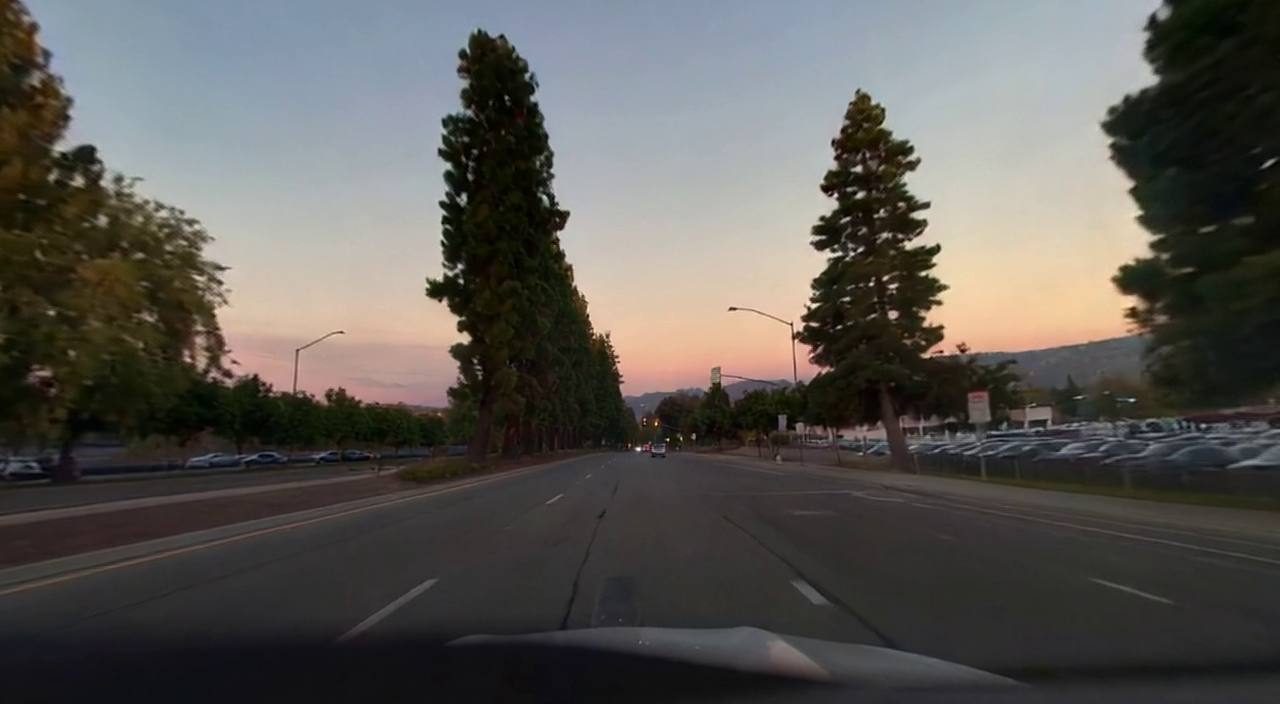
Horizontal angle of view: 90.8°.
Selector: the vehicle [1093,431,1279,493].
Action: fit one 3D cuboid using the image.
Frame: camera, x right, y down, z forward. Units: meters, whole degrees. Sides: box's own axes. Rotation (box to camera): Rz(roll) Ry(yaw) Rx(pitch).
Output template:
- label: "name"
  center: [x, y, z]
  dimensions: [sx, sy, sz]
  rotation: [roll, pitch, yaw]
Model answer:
- label: "vehicle"
  center: [17.313, 3.404, 19.721]
  dimensions: [4.609, 1.809, 2.095]
  rotation: [0, -8, 1]
